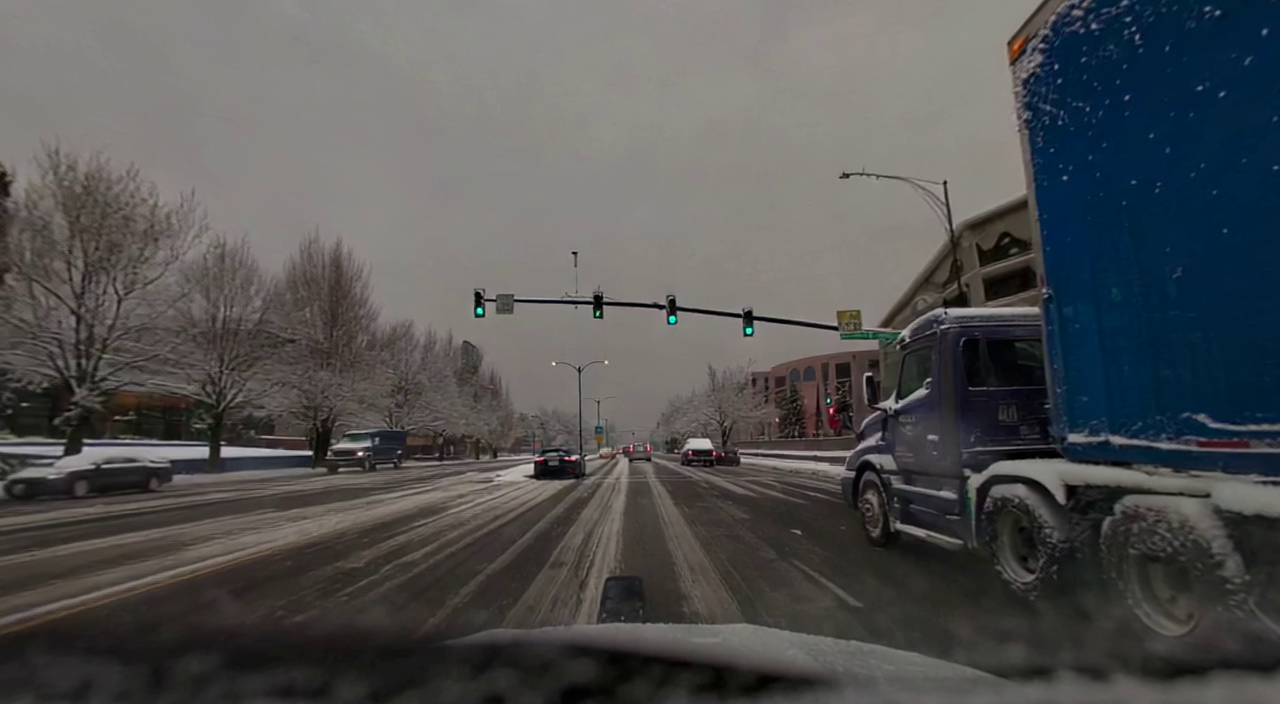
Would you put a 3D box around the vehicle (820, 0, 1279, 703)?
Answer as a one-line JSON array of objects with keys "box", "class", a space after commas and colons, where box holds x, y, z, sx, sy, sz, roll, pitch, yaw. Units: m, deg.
[{"box": [3.920, -0.003, 4.187, 3.006, 3.679, 8.506, 0, -8, 1], "class": "vehicle"}]

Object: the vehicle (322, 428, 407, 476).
[{"box": [-18.258, 6.689, 42.362, 2.473, 2.894, 7.075, 0, -8, 0], "class": "vehicle"}]

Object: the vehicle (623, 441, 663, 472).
[{"box": [0.144, 6.219, 37.763, 2.276, 1.704, 3.925, 0, -8, -1], "class": "vehicle"}]

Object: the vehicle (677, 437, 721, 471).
[{"box": [3.558, 6.275, 38.966, 2.196, 1.908, 4.412, 0, -8, -1], "class": "vehicle"}]

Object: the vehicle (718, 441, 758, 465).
[{"box": [7.560, 7.848, 49.177, 2.174, 1.793, 5.061, 0, -8, -1], "class": "vehicle"}]

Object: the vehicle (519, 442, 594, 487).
[{"box": [-3.096, 4.295, 24.490, 2.211, 1.537, 4.666, 0, -8, 1], "class": "vehicle"}]

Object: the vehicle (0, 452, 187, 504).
[{"box": [-18.353, 4.182, 21.475, 1.875, 1.465, 5.291, 0, -8, 0], "class": "vehicle"}]
